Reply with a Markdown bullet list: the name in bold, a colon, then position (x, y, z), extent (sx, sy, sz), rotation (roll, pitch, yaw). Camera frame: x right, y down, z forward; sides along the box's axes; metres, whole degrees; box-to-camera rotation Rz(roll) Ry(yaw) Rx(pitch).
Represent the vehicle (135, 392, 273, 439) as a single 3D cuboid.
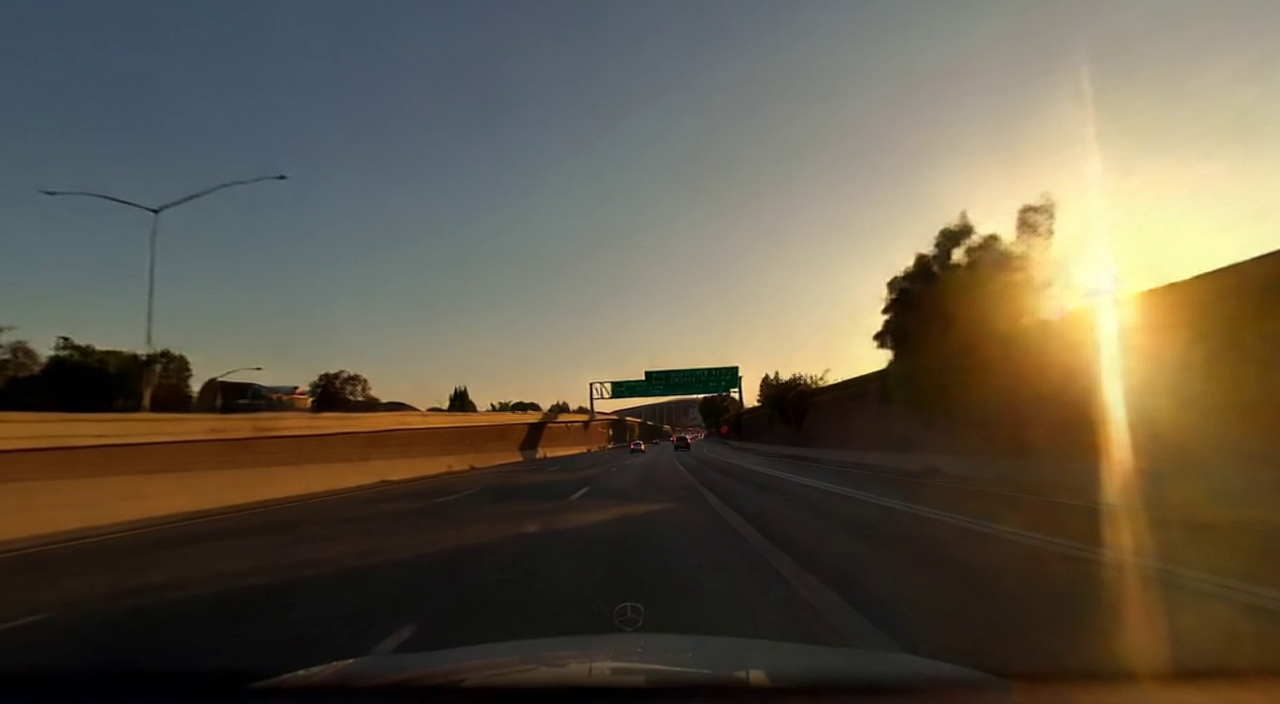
- **vehicle**: position (-14.777, 2.251, 21.683), extent (1.958, 1.431, 3.739), rotation (-1, -8, 2)
